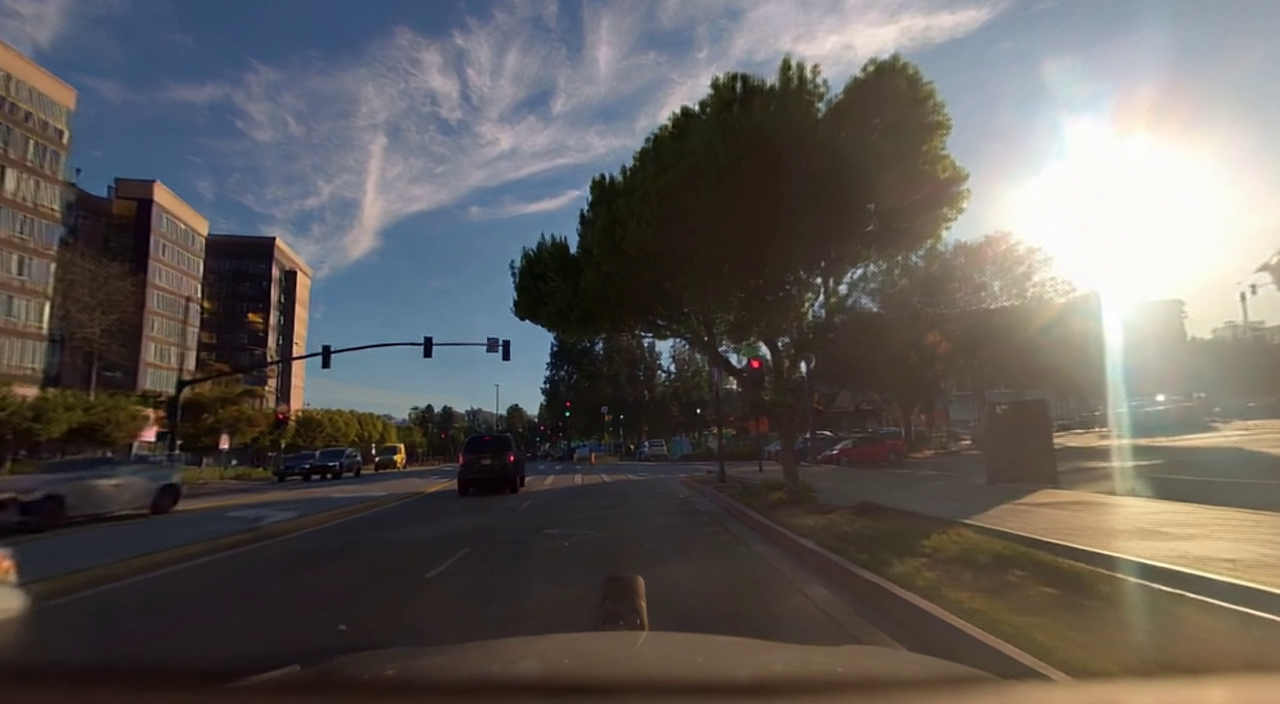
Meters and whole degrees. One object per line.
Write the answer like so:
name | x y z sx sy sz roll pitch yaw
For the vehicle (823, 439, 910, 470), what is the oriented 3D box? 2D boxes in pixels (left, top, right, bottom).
vehicle | 13.935 6.326 39.050 4.857 1.803 2.147 -3 -9 19

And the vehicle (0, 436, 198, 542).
vehicle | -10.819 2.472 11.977 1.925 1.631 4.250 0 -9 -3

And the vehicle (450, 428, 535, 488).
vehicle | -4.973 3.667 22.021 2.134 1.799 5.082 0 -9 -5

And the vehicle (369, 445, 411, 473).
vehicle | -17.218 7.351 43.556 2.433 1.784 4.681 3 -10 -21

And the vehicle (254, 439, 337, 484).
vehicle | -18.797 5.991 34.877 2.555 2.199 5.958 2 -9 -14

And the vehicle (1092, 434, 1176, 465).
vehicle | 34.333 6.781 43.980 4.439 1.764 2.259 5 -8 -13
